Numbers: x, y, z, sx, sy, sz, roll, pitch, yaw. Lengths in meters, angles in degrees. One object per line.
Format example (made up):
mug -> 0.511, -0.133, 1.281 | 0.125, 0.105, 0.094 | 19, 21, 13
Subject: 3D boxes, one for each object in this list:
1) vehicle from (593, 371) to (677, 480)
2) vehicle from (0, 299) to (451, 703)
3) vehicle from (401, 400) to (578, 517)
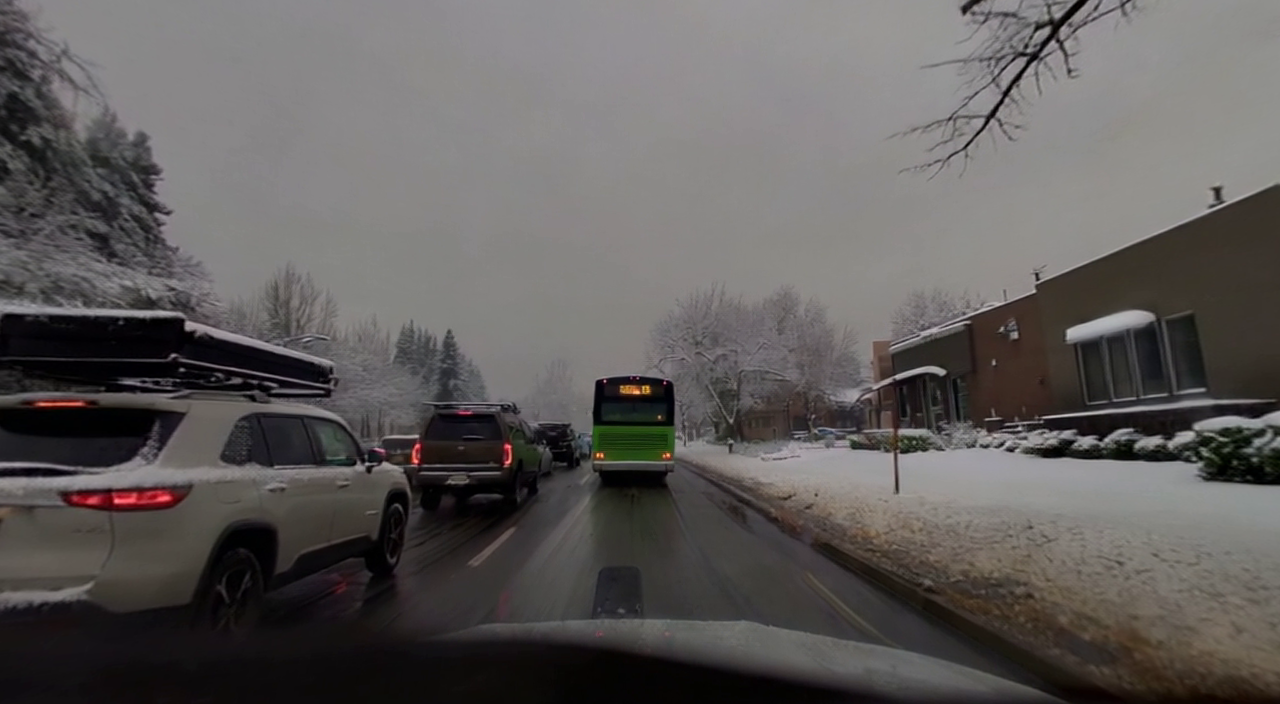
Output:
vehicle -> -0.220, 3.507, 28.636 | 2.970, 3.857, 12.200 | 0, -9, 0
vehicle -> -3.378, 1.085, 5.116 | 2.095, 1.892, 5.043 | 0, -9, 0
vehicle -> -3.060, 2.405, 14.636 | 2.546, 2.125, 5.869 | 0, -9, 1
